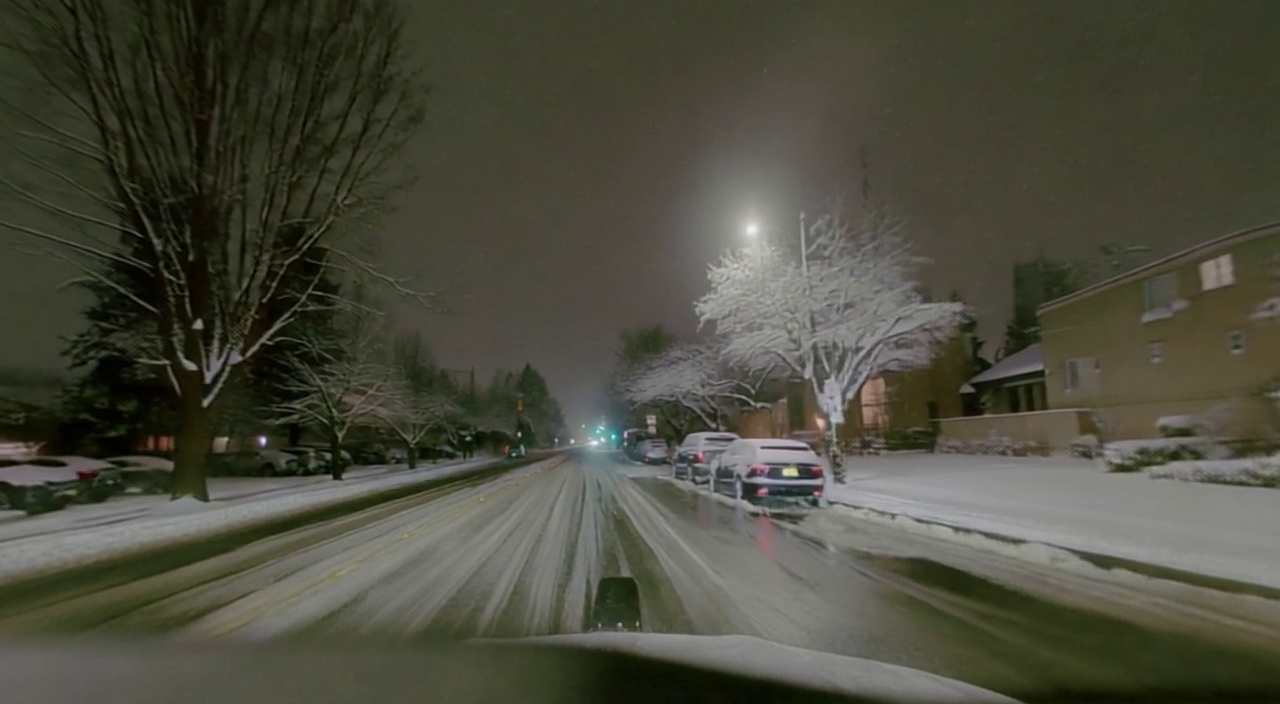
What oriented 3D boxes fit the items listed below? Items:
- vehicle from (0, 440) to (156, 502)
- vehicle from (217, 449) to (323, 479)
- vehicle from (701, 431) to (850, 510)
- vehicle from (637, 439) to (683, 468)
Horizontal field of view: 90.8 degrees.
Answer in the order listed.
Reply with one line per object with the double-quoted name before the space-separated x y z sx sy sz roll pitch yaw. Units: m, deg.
"vehicle" -16.980 3.421 18.448 4.444 1.647 2.117 -3 -9 15
"vehicle" -18.946 5.723 32.416 4.491 1.455 1.959 -3 -9 13
"vehicle" 2.971 2.729 15.161 1.933 1.528 5.006 0 -8 -7
"vehicle" 1.064 5.857 36.721 1.952 1.538 5.215 0 -8 -6
